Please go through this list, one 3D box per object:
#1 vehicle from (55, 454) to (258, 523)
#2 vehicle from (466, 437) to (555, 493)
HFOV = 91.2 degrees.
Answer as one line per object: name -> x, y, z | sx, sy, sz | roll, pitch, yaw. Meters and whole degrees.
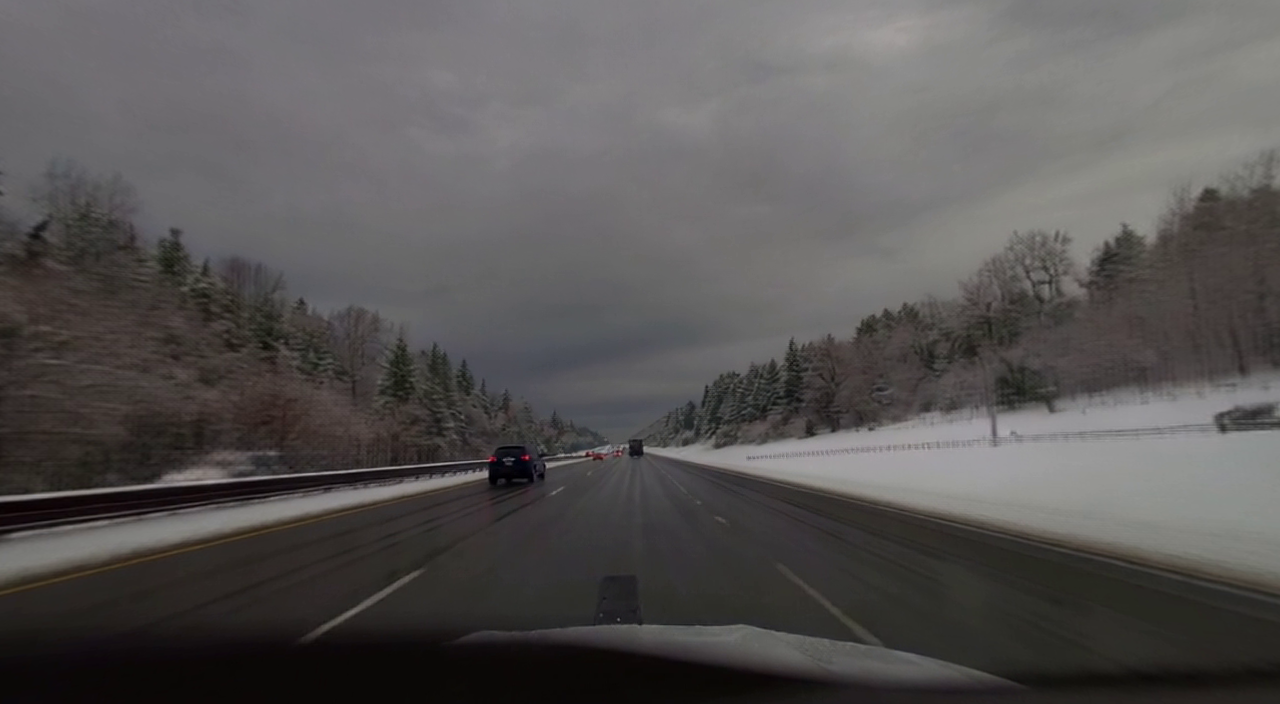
vehicle -> -12.622, 3.538, 16.828 | 1.974, 1.526, 4.335 | 0, -9, 0
vehicle -> -4.291, 3.821, 21.561 | 2.151, 1.693, 4.201 | 0, -9, 0
